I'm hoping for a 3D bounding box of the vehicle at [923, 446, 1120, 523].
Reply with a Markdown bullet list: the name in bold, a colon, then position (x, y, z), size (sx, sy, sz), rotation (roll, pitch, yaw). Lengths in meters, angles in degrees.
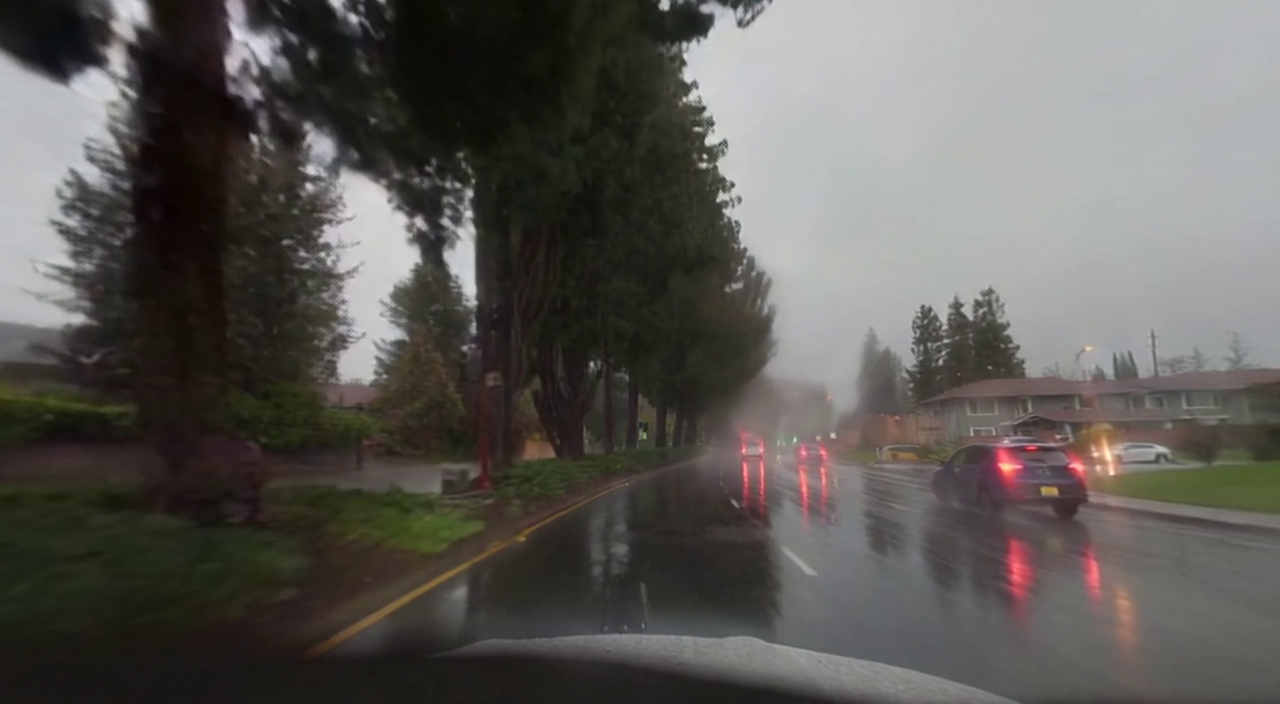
- **vehicle**: position (8.311, 2.871, 14.321), size (1.855, 1.444, 4.389), rotation (0, -8, 2)
